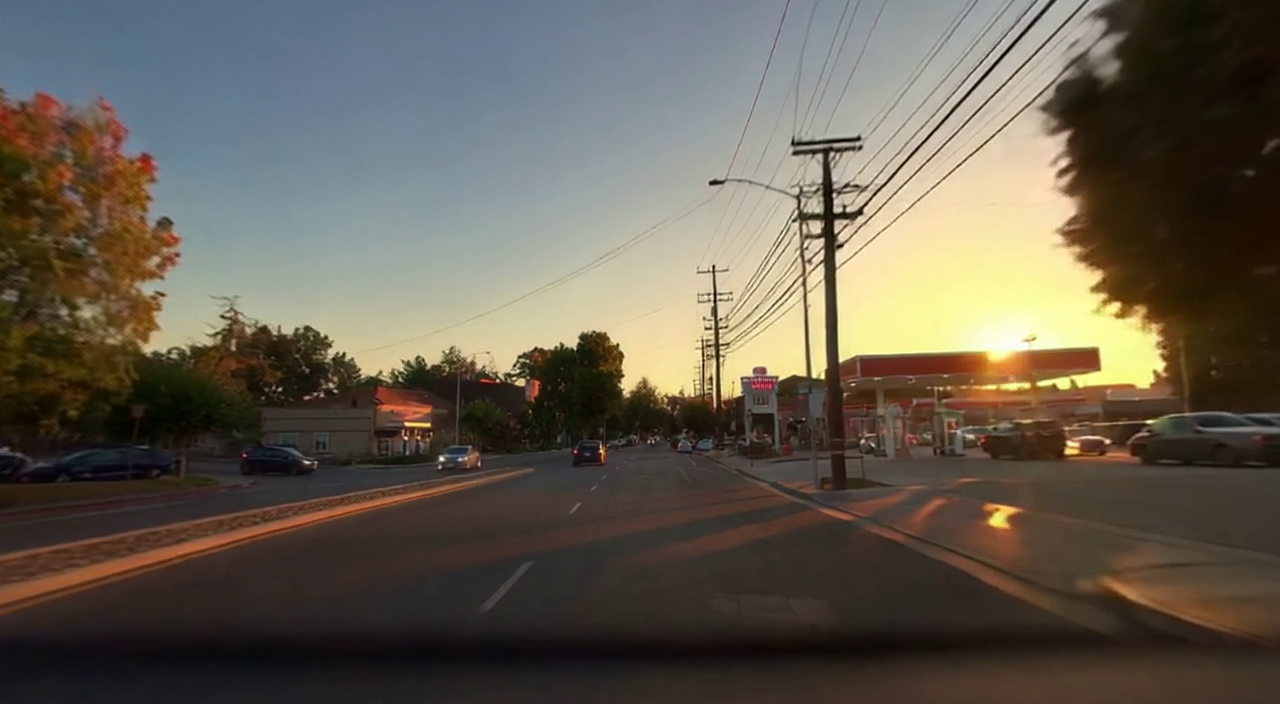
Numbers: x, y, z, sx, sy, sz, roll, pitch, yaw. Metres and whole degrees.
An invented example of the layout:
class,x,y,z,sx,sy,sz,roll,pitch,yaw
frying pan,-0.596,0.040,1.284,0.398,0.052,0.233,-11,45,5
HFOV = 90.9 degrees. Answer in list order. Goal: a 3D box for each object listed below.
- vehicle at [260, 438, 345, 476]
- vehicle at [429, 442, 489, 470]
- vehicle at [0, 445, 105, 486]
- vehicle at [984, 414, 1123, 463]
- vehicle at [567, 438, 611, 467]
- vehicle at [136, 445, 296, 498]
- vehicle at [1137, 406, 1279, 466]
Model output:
class,x,y,z,sx,sy,sz,roll,pitch,yaw
vehicle,-20.612,6.346,38.449,5.575,2.142,1.996,-5,-10,33
vehicle,-10.315,5.964,36.367,2.021,1.480,4.800,0,-8,1
vehicle,-22.987,4.197,23.483,4.219,1.431,1.999,0,-8,-1
vehicle,18.327,3.819,28.306,2.020,1.972,4.983,3,-7,-16
vehicle,-2.815,5.599,35.382,2.073,1.525,3.968,0,-8,1
vehicle,-13.974,3.930,21.208,2.091,1.538,4.451,-1,-8,4
vehicle,17.823,2.446,18.349,4.943,1.646,2.072,0,-8,0
